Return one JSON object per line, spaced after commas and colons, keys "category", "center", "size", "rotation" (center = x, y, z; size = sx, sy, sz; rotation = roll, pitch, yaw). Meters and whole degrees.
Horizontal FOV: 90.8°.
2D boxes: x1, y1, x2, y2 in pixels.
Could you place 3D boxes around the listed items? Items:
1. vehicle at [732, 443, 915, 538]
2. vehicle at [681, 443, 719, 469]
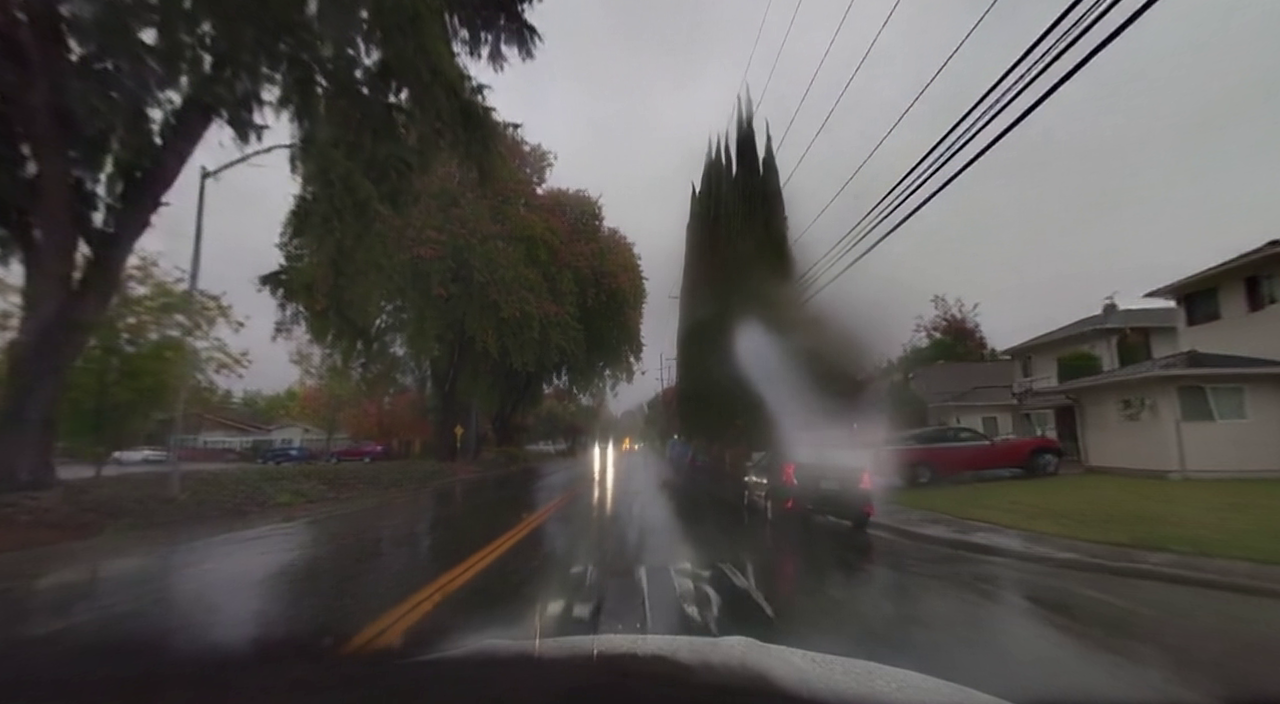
{"category": "vehicle", "center": [3.141, 2.454, 11.975], "size": [1.990, 1.435, 4.526], "rotation": [0, -8, -2]}
{"category": "vehicle", "center": [3.641, 6.381, 39.048], "size": [1.915, 1.491, 4.642], "rotation": [0, -8, 0]}
